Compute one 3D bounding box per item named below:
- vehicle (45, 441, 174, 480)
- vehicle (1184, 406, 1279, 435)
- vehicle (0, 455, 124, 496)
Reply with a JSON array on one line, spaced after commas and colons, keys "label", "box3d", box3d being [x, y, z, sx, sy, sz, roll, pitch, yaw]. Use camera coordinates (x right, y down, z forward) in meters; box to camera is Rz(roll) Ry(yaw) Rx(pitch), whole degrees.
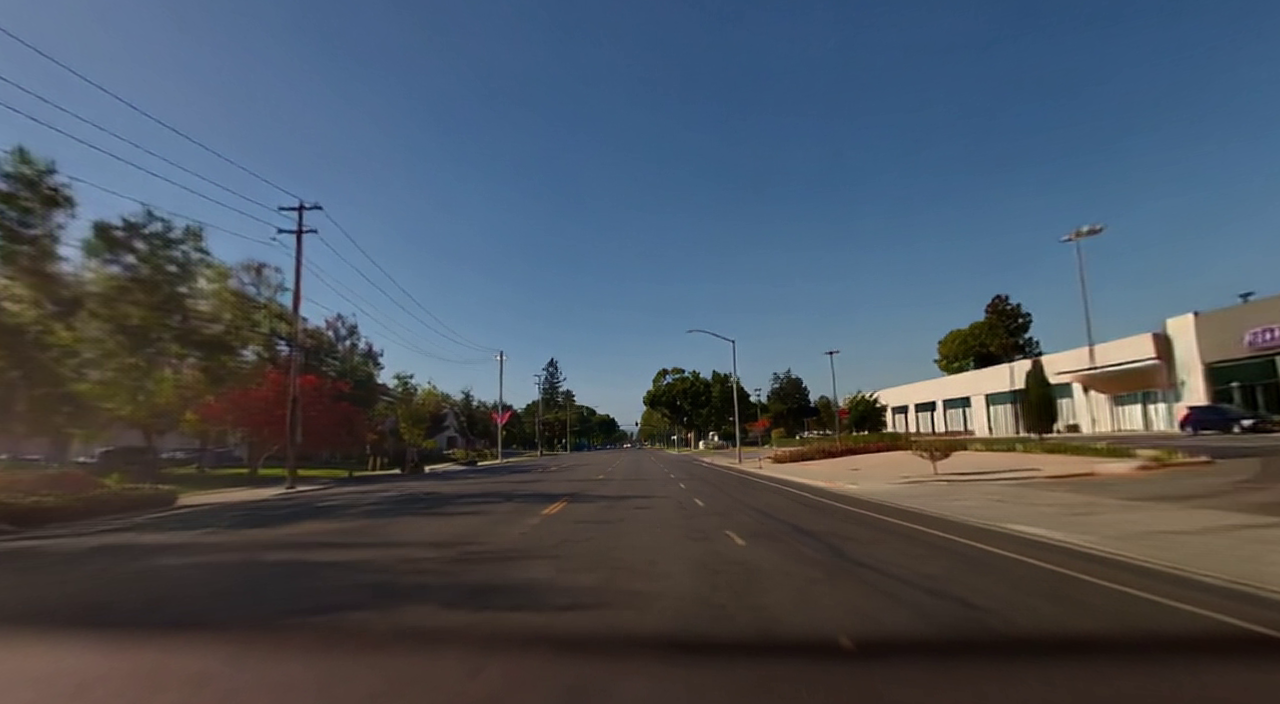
[{"label": "vehicle", "box3d": [-27.949, 5.716, 33.422, 4.927, 1.980, 2.083, 0, -8, 2]}, {"label": "vehicle", "box3d": [32.452, 3.738, 34.435, 3.904, 1.508, 1.724, 0, -9, 1]}, {"label": "vehicle", "box3d": [-23.264, 4.783, 24.578, 4.686, 1.495, 1.879, 0, -9, 1]}]
